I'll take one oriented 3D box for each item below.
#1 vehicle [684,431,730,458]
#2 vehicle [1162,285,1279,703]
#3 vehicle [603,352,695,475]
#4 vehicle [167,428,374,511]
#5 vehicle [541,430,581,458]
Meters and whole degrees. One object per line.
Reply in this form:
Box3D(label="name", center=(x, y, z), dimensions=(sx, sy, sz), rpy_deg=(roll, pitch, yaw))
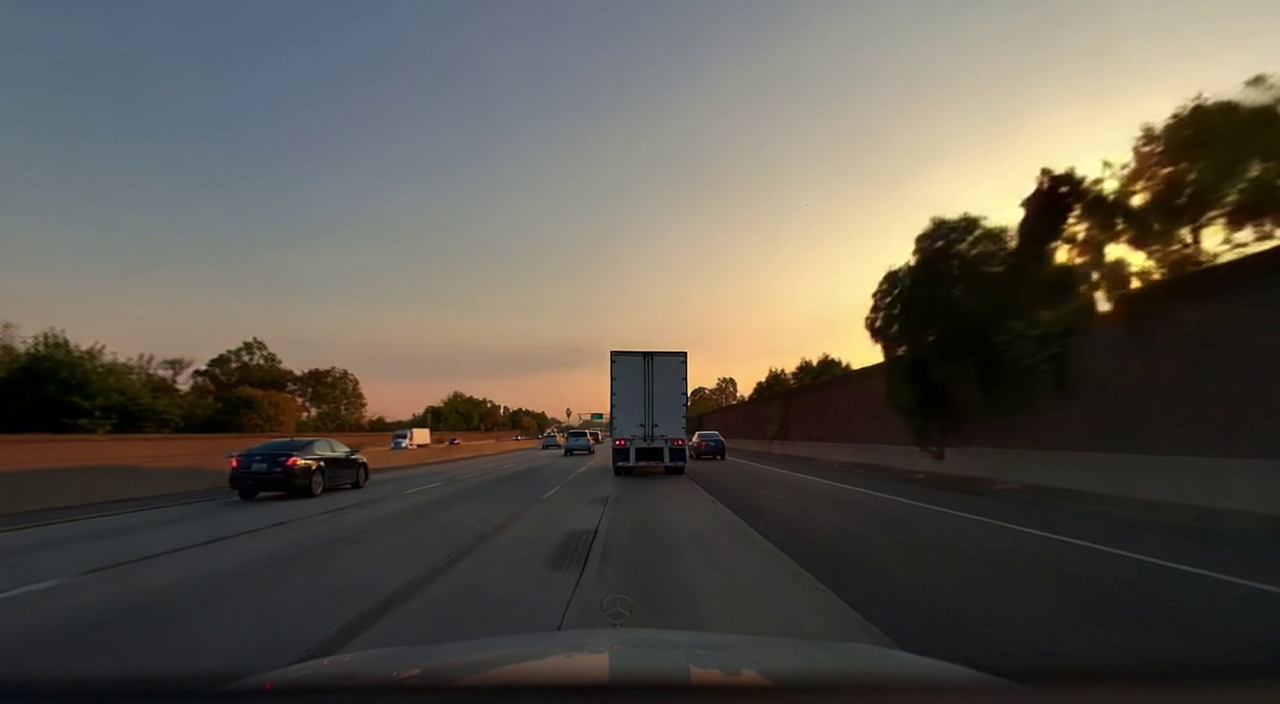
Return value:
Box3D(label="vehicle", center=(3.920, 5.507, 37.682), dimensions=(2.044, 1.508, 4.716), rpy_deg=(0, -8, -2))
Box3D(label="vehicle", center=(3.668, 0.385, 0.568), dimensions=(2.118, 1.832, 4.901), rpy_deg=(0, -8, -1))
Box3D(label="vehicle", center=(0.061, 2.645, 25.313), dimensions=(2.904, 3.915, 10.473), rpy_deg=(0, -8, -2))
Box3D(label="vehicle", center=(-7.651, 2.434, 13.585), dimensions=(2.059, 1.500, 4.001), rpy_deg=(0, -8, -1))
Box3D(label="vehicle", center=(-5.001, 5.877, 40.370), dimensions=(2.134, 1.650, 4.133), rpy_deg=(0, -8, -1))
